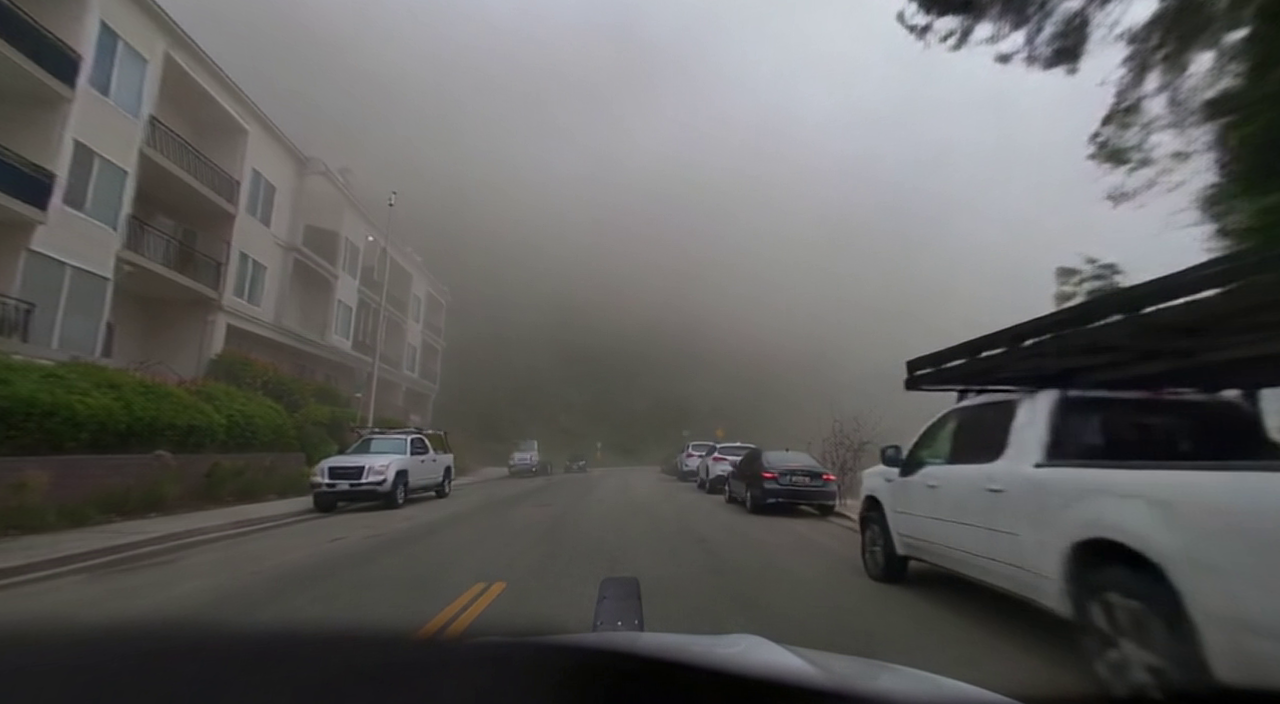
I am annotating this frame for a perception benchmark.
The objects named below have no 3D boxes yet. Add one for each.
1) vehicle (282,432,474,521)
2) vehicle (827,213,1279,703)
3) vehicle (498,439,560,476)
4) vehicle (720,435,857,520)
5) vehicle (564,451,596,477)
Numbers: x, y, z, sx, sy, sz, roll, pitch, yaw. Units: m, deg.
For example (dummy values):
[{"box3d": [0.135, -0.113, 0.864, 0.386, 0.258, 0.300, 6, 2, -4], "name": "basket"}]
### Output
[{"box3d": [-6.282, 3.054, 16.137, 2.374, 1.843, 5.638, 0, -9, 1], "name": "vehicle"}, {"box3d": [3.478, 0.957, 4.562, 2.482, 2.184, 5.383, 0, -9, -1], "name": "vehicle"}, {"box3d": [-6.557, 6.454, 37.872, 2.692, 1.949, 5.948, 0, -12, -1], "name": "vehicle"}, {"box3d": [3.124, 2.745, 14.320, 1.926, 1.602, 4.433, 0, -9, -1], "name": "vehicle"}, {"box3d": [-3.721, 7.107, 39.773, 1.856, 1.474, 4.522, 0, -11, -3], "name": "vehicle"}]
